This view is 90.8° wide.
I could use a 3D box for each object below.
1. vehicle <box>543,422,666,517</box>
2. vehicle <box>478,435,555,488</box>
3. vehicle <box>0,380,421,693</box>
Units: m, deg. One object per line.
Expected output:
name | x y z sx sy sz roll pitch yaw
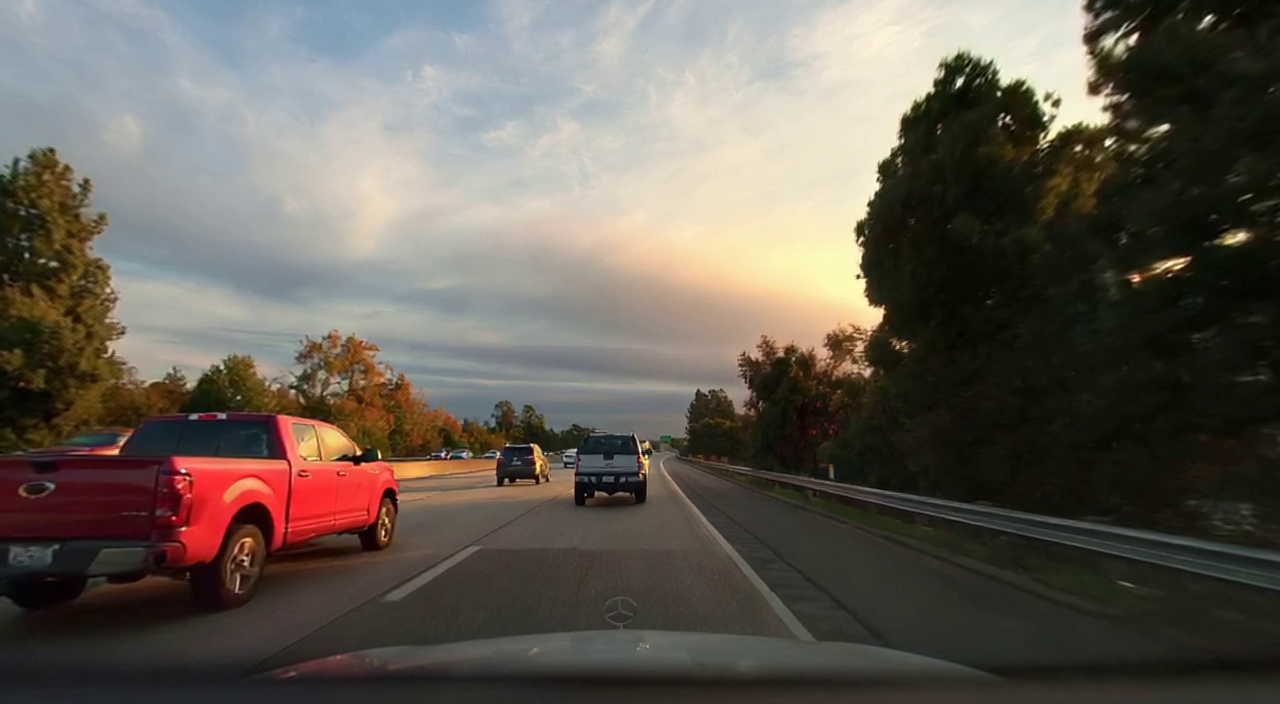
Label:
vehicle | -0.641 2.522 14.063 2.293 1.753 4.380 0 -8 1
vehicle | -4.464 4.008 23.486 1.991 1.776 4.333 0 -8 0
vehicle | -4.056 1.387 6.114 2.038 1.704 5.181 0 -8 0
